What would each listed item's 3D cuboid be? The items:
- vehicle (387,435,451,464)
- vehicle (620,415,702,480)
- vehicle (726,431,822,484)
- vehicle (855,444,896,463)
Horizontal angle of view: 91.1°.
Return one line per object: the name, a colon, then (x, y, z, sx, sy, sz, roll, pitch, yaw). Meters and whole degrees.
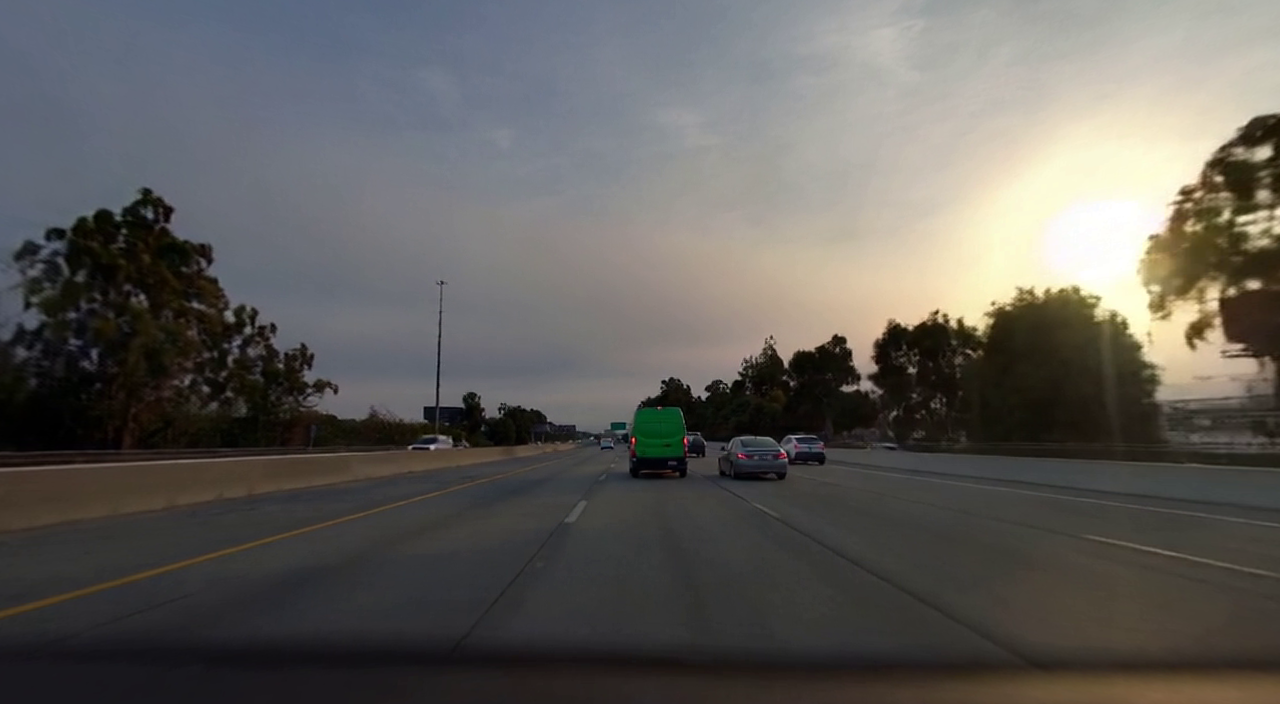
vehicle: (-13.231, 5.865, 37.910, 2.055, 1.604, 4.852, 0, -8, 0)
vehicle: (0.589, 3.476, 23.067, 2.546, 2.087, 5.404, 0, -8, -3)
vehicle: (4.125, 3.311, 20.063, 2.099, 1.510, 3.784, 0, -8, -2)
vehicle: (17.541, 7.558, 46.942, 1.670, 1.402, 3.595, 0, -8, -1)
